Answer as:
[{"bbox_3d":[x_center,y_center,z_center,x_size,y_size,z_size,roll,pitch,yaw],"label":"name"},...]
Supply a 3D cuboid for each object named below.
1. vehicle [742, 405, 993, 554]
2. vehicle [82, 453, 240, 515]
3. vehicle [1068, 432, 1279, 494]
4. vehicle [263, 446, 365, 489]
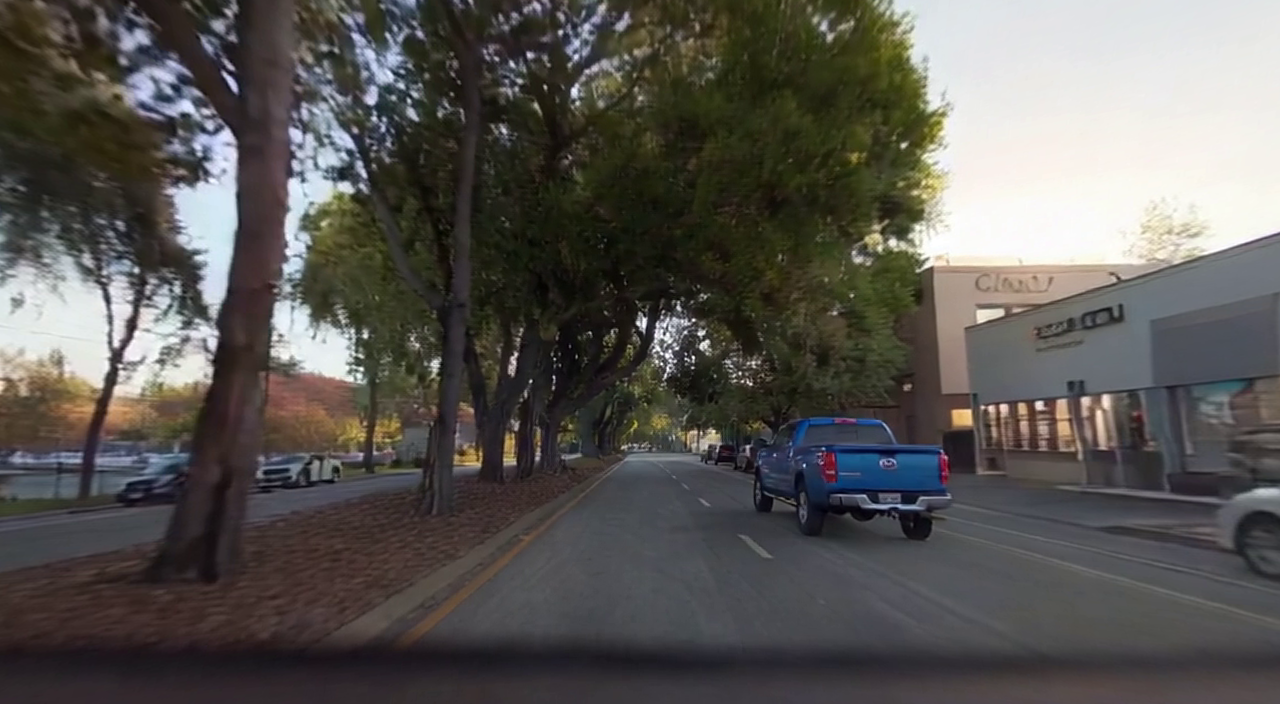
[{"bbox_3d":[3.253,1.977,10.523,2.085,1.828,5.383,0,-9,-1],"label":"vehicle"},{"bbox_3d":[-16.064,4.397,21.510,1.919,1.616,4.723,-5,-8,-3],"label":"vehicle"},{"bbox_3d":[14.789,3.072,17.596,4.083,1.505,1.971,-2,-8,2],"label":"vehicle"},{"bbox_3d":[-15.680,5.546,30.661,2.097,1.852,5.090,-1,-9,2],"label":"vehicle"}]
